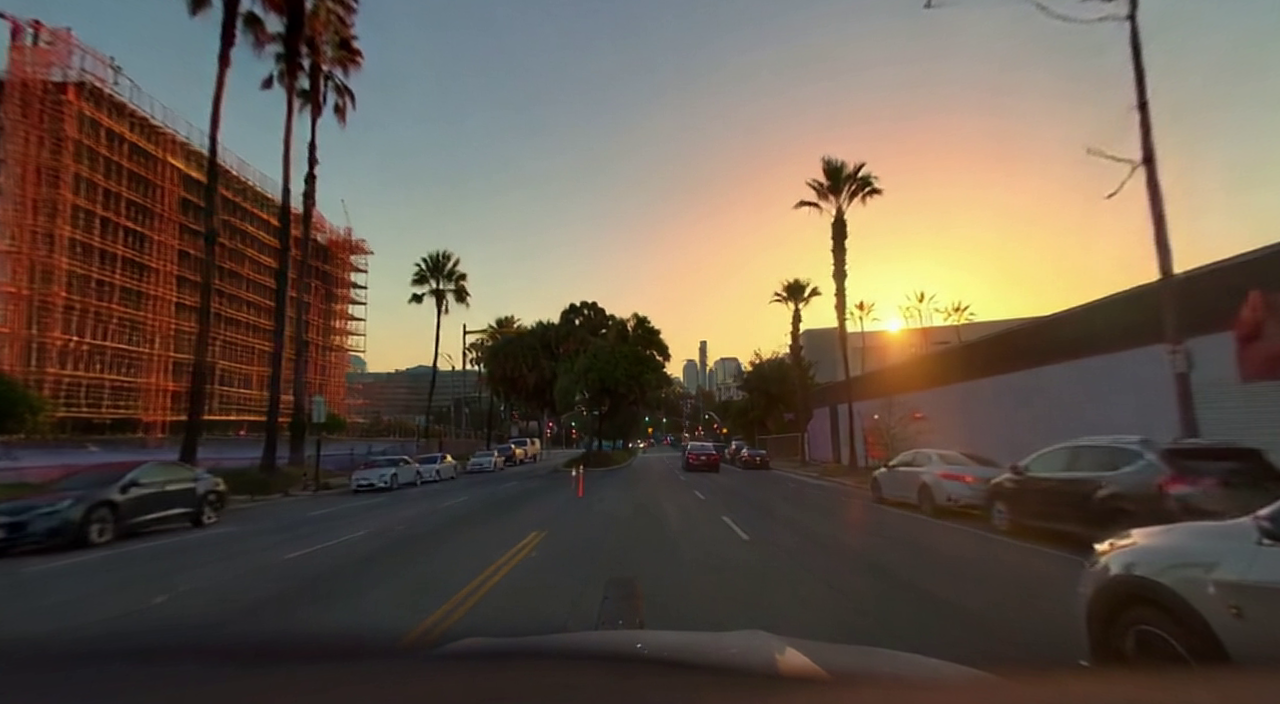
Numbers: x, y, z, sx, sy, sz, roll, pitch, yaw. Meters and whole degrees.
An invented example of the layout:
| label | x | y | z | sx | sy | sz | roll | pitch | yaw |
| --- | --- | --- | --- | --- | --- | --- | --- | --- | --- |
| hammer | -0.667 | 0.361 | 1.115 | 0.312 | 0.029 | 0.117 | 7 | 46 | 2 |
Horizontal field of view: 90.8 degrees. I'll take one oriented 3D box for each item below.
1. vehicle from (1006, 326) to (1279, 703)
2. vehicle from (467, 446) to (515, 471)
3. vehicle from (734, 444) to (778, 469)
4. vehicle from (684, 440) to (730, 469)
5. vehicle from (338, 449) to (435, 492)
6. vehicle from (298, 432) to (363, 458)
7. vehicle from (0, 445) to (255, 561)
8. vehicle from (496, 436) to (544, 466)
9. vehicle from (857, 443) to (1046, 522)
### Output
| label | x | y | z | sx | sy | sz | roll | pitch | yaw |
| --- | --- | --- | --- | --- | --- | --- | --- | --- | --- |
| vehicle | 3.104 | 0.656 | 1.392 | 1.953 | 1.687 | 4.344 | 0 | -8 | 0 |
| vehicle | -9.458 | 6.780 | 40.444 | 1.804 | 1.478 | 4.734 | -1 | -8 | 1 |
| vehicle | 6.914 | 6.267 | 38.136 | 1.819 | 1.435 | 4.337 | 0 | -8 | 0 |
| vehicle | 3.569 | 5.551 | 34.368 | 1.999 | 1.487 | 3.939 | 0 | -8 | -1 |
| vehicle | -9.530 | 4.467 | 24.171 | 1.826 | 1.445 | 4.325 | -1 | -8 | 1 |
| vehicle | -19.652 | 5.892 | 40.088 | 3.575 | 1.571 | 1.912 | -5 | -9 | 27 |
| vehicle | -9.682 | 2.567 | 11.687 | 1.951 | 1.644 | 4.987 | 0 | -8 | 0 |
| vehicle | -9.364 | 7.902 | 49.838 | 2.294 | 1.948 | 6.025 | -7 | -10 | 1 |
| vehicle | 6.626 | 2.790 | 14.076 | 2.034 | 1.463 | 4.044 | 0 | -8 | -2 |
